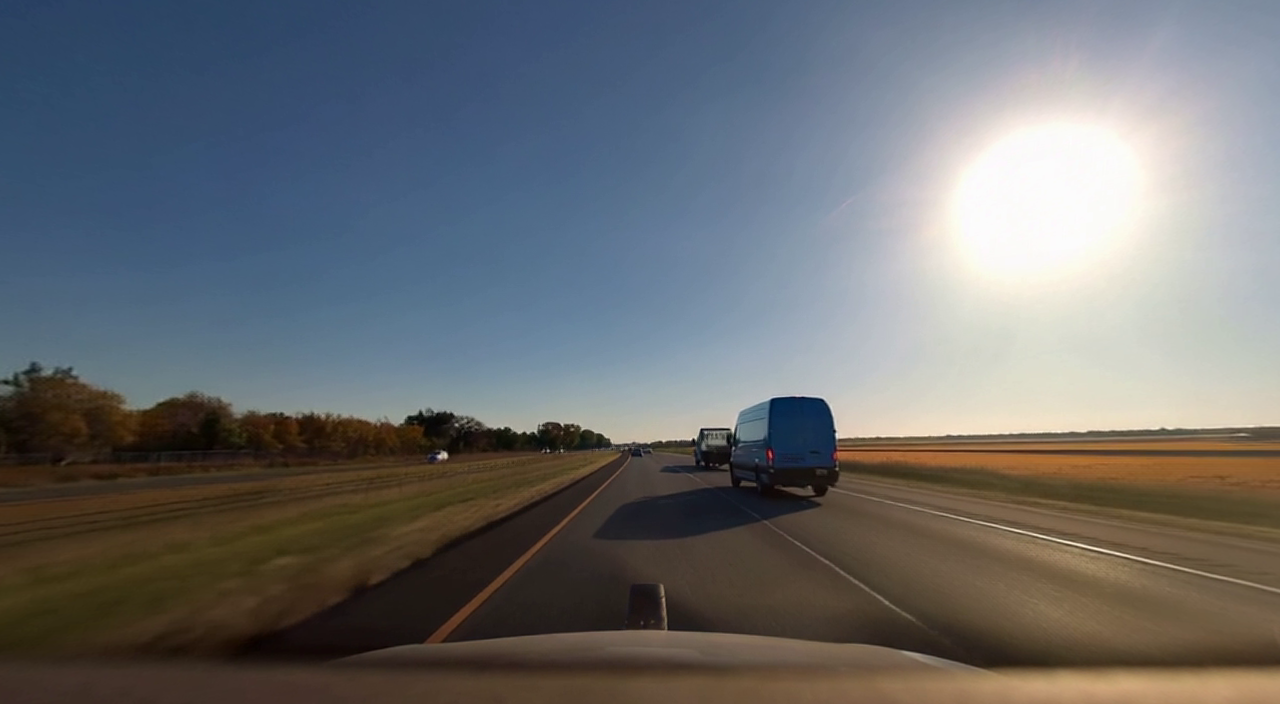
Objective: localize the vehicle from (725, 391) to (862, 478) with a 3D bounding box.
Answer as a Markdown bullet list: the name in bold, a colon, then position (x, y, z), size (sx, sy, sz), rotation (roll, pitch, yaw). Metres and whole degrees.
- **vehicle**: position (4.013, 2.395, 17.812), size (2.444, 2.053, 5.616), rotation (-1, -9, 0)

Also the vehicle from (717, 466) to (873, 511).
- **vehicle**: position (3.979, 3.729, 17.754), size (2.702, 0.824, 6.391), rotation (0, -9, -1)
